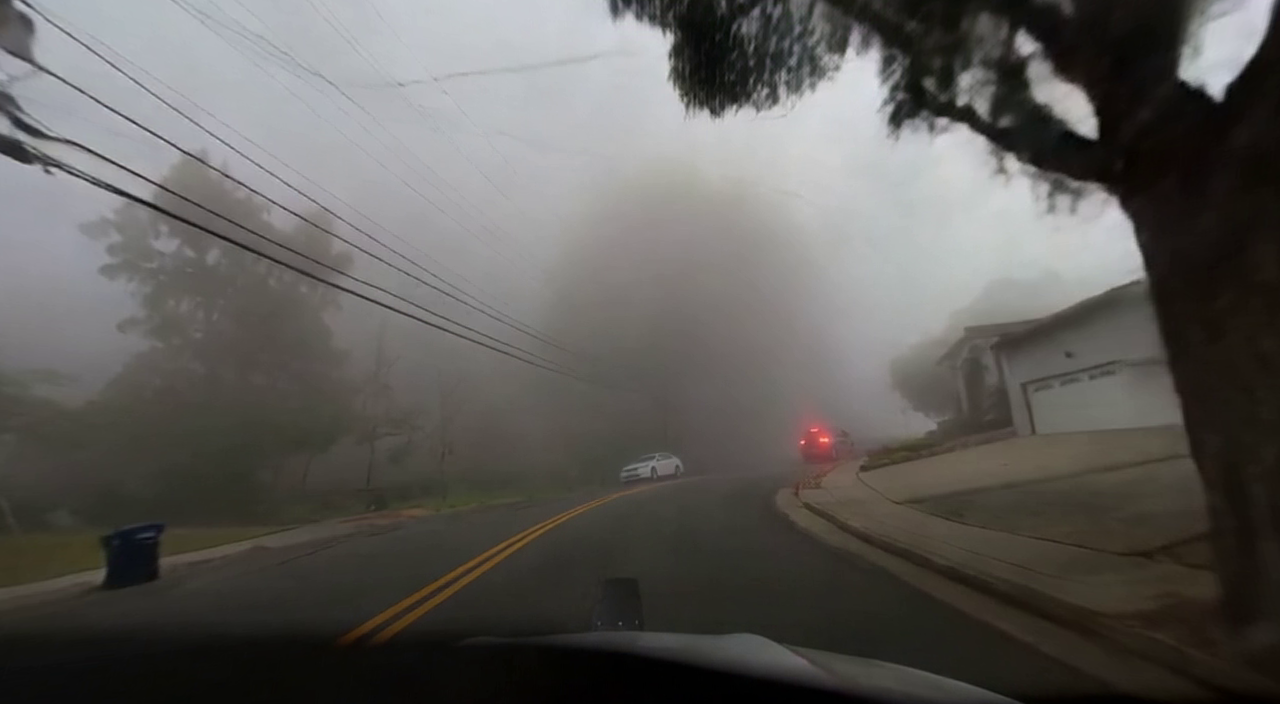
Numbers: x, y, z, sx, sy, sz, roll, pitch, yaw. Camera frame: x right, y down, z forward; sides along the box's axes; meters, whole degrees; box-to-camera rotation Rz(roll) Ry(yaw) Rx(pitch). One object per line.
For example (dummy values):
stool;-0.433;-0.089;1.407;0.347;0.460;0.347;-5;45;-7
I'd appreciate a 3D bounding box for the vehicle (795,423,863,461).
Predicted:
vehicle;10.883;5.149;36.075;2.086;1.974;4.890;-6;-10;36

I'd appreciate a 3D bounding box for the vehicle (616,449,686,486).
vehicle;0.721;6.644;36.611;2.039;1.949;4.511;-5;-10;32
